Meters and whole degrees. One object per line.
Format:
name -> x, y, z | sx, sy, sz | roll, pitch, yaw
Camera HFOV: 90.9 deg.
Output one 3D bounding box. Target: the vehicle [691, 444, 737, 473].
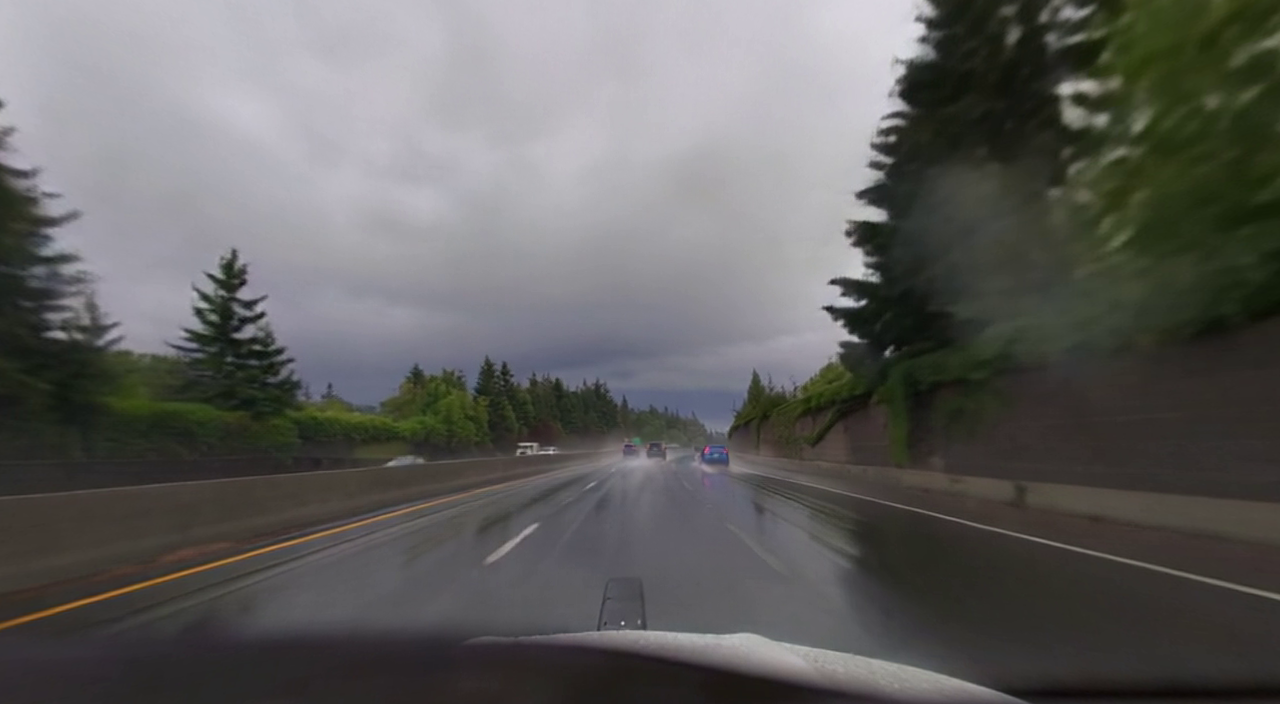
vehicle -> 4.290, 6.227, 37.030 | 2.175, 1.574, 3.943 | 0, -9, 0
